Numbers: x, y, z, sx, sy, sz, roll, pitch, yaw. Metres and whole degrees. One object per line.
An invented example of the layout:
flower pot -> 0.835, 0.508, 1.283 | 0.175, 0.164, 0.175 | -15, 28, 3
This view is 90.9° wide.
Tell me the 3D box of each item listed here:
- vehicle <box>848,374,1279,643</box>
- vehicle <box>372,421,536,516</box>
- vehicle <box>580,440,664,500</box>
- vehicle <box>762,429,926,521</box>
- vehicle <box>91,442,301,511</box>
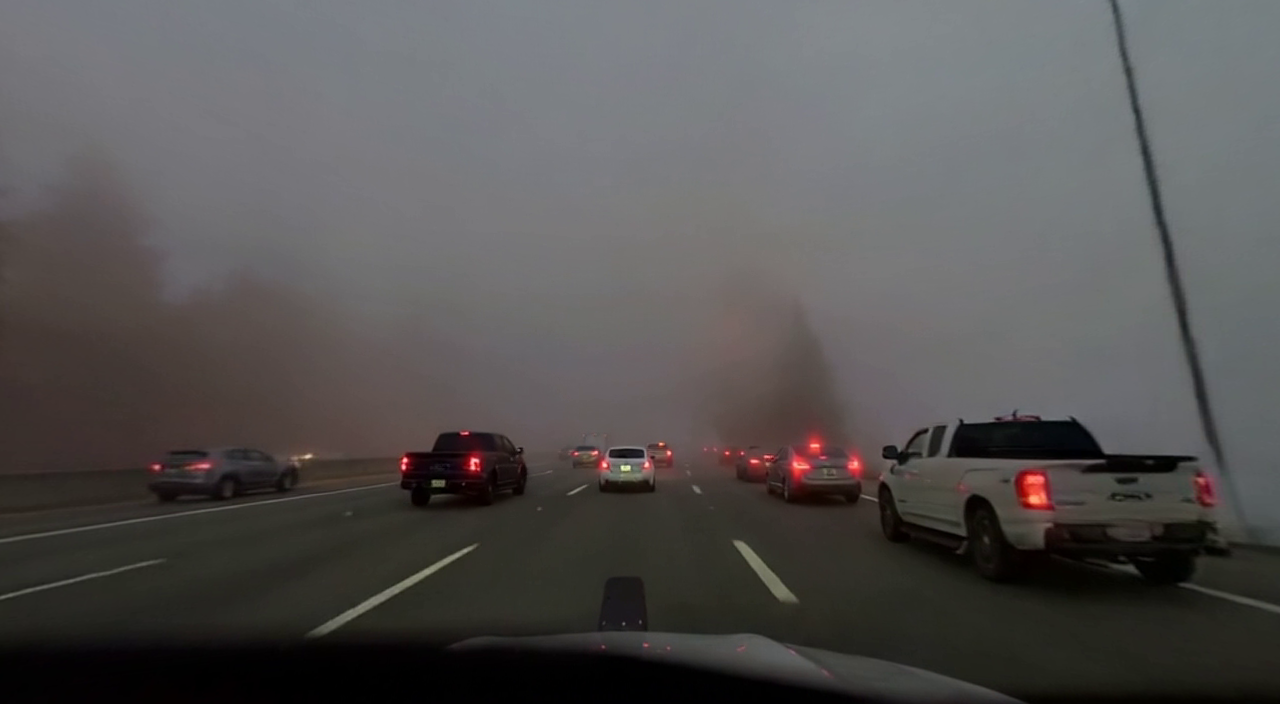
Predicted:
vehicle -> 3.958, 1.378, 6.586 | 2.003, 1.778, 4.658 | 0, -8, 1
vehicle -> -4.051, 2.669, 15.026 | 2.110, 1.811, 5.585 | 0, -8, 1
vehicle -> -0.420, 3.212, 17.589 | 2.070, 1.456, 4.029 | 0, -8, 1
vehicle -> 3.955, 2.458, 13.157 | 1.984, 1.567, 4.475 | 0, -8, 1
vehicle -> -11.108, 3.100, 16.318 | 1.907, 1.508, 4.608 | 0, -8, 3
